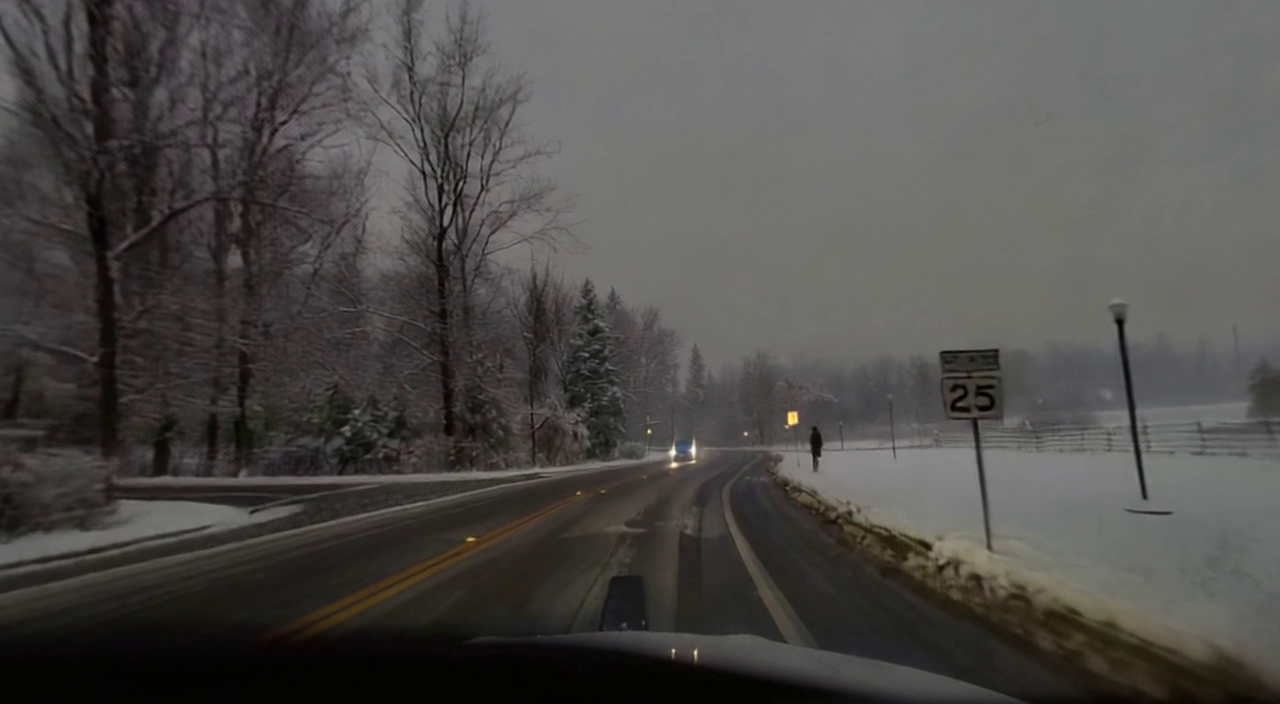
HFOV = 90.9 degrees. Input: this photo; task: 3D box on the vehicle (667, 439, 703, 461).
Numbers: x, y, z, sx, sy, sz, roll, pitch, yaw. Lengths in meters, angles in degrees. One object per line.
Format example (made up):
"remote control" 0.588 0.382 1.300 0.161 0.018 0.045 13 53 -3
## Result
"vehicle" 3.361 7.228 46.701 2.190 1.499 4.209 -2 -8 10
